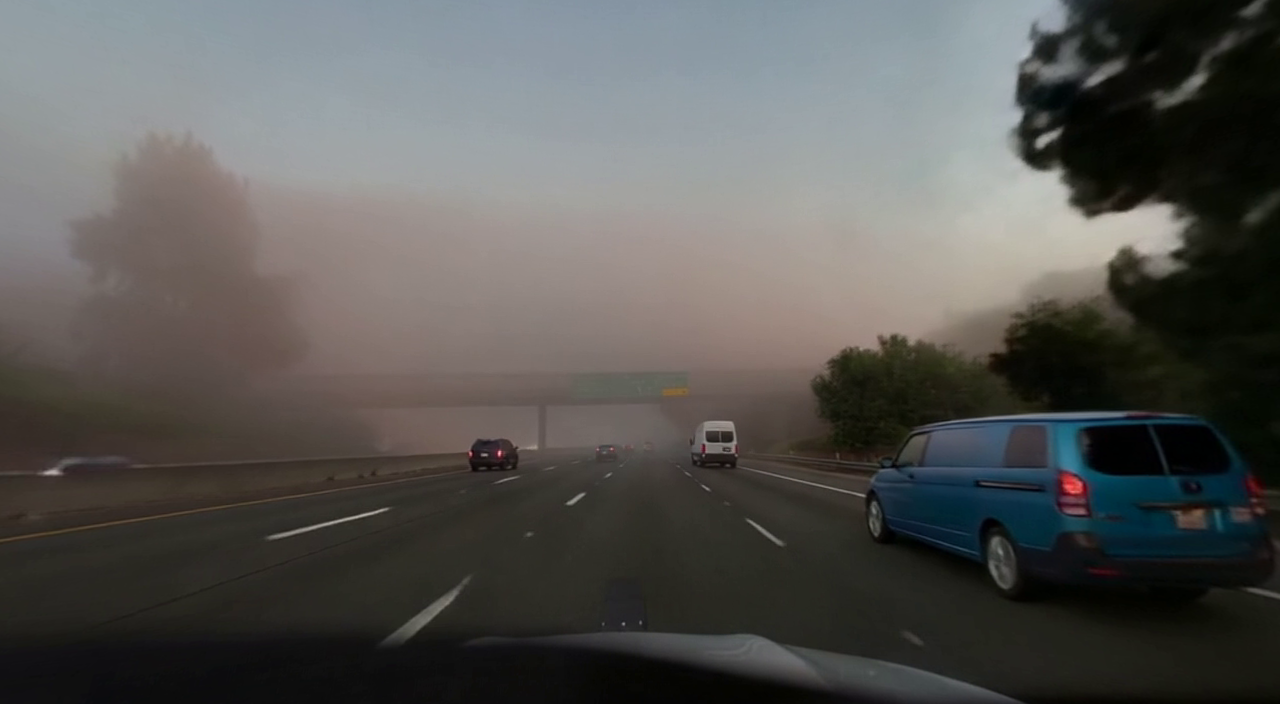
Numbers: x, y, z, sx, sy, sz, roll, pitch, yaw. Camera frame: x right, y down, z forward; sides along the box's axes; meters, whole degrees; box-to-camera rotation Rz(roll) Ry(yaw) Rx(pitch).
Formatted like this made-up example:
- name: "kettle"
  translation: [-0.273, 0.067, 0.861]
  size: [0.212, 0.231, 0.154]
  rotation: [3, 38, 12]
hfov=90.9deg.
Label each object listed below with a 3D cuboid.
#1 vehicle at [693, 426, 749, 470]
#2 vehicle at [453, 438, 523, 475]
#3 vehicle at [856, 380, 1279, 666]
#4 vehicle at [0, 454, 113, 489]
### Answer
- name: "vehicle"
  translation: [4.372, 5.298, 34.841]
  size: [2.347, 2.234, 5.352]
  rotation: [0, -8, 0]
- name: "vehicle"
  translation: [-7.138, 4.958, 30.121]
  size: [2.068, 1.632, 4.623]
  rotation: [-1, -8, 2]
- name: "vehicle"
  translation: [3.936, 1.347, 6.089]
  size: [2.100, 1.690, 4.536]
  rotation: [0, -8, 0]
- name: "vehicle"
  translation: [-29.051, 5.811, 31.076]
  size: [1.959, 1.493, 4.797]
  rotation: [0, -8, 0]
